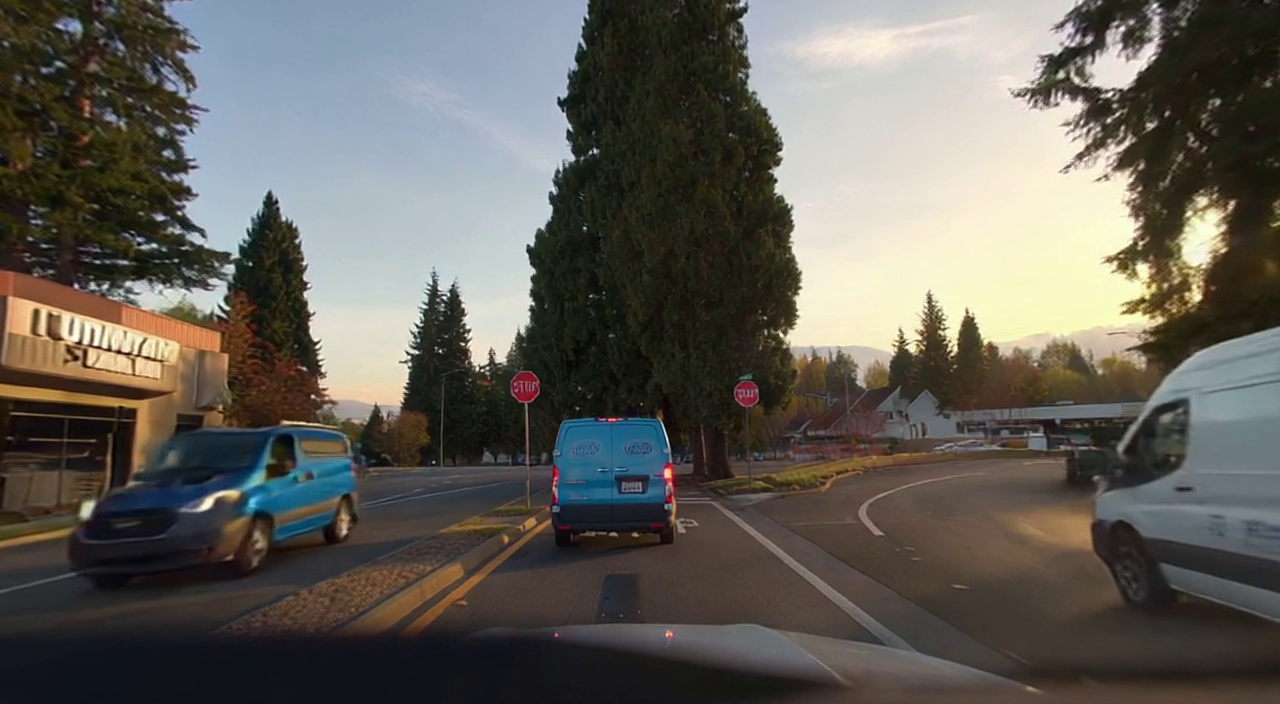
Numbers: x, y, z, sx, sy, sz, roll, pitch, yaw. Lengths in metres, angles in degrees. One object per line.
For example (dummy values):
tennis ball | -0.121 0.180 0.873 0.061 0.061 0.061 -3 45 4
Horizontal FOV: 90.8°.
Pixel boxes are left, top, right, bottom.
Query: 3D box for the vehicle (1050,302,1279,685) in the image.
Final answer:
vehicle | 4.837 0.738 3.062 2.385 2.196 5.640 -1 -9 7

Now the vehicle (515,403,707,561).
vehicle | -0.273 1.867 9.742 2.237 1.828 4.546 0 -9 2

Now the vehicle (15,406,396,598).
vehicle | -4.866 1.722 8.179 1.985 1.710 4.651 1 -9 -6
